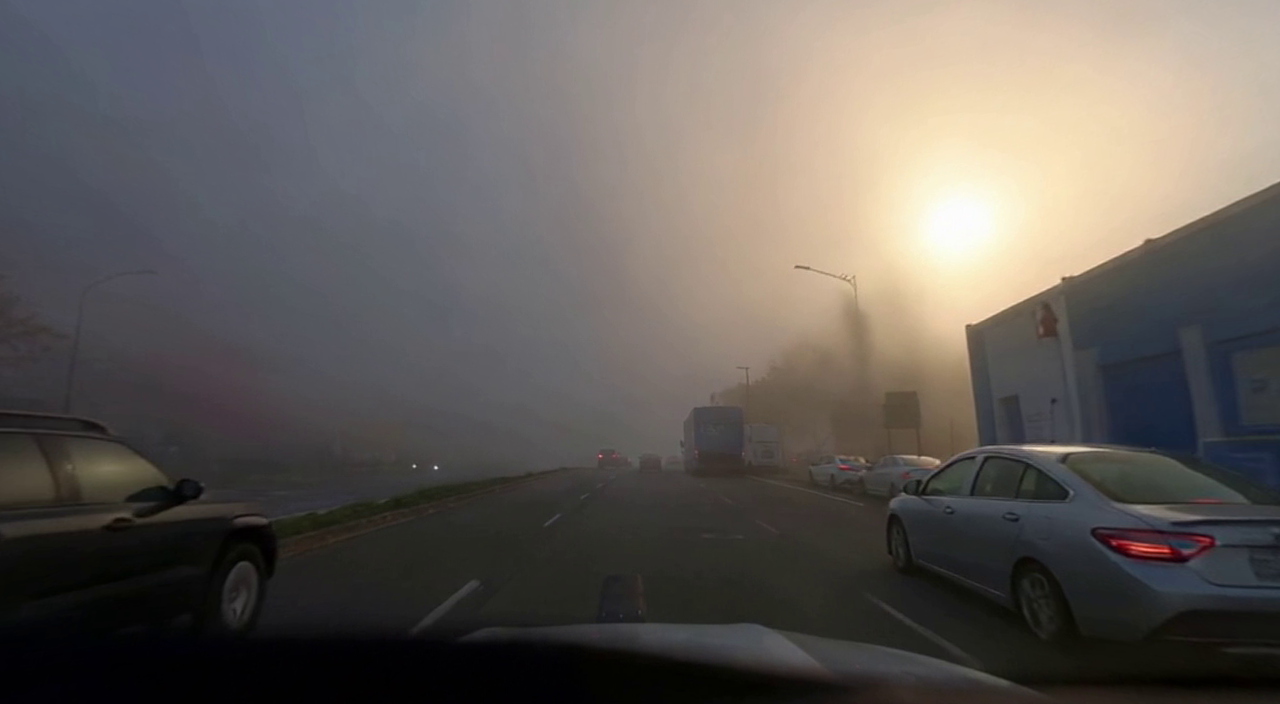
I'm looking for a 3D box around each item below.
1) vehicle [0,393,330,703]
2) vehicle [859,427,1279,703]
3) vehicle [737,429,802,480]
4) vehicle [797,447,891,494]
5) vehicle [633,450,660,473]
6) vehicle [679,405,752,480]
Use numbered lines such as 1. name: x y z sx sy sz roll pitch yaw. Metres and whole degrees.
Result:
1. vehicle: -3.572 1.015 3.068 1.751 1.540 4.481 0 -8 1
2. vehicle: 3.729 1.431 5.306 1.915 1.449 4.970 0 -8 -1
3. vehicle: 7.337 5.896 36.445 2.483 2.707 5.496 0 -8 -1
4. vehicle: 7.039 4.106 22.282 1.859 1.467 4.749 0 -8 1
5. vehicle: 0.493 7.956 45.879 1.846 1.528 4.348 0 -8 1
6. vehicle: 4.051 5.264 36.636 3.003 3.680 10.684 0 -8 0
